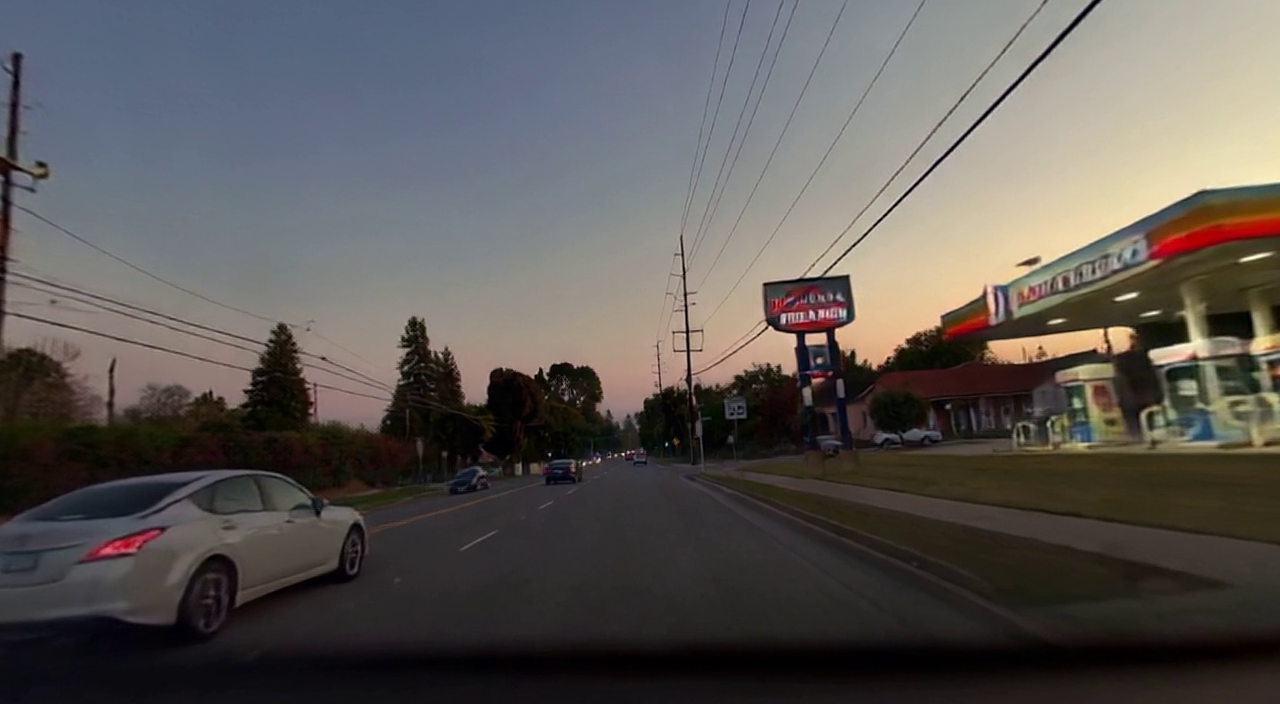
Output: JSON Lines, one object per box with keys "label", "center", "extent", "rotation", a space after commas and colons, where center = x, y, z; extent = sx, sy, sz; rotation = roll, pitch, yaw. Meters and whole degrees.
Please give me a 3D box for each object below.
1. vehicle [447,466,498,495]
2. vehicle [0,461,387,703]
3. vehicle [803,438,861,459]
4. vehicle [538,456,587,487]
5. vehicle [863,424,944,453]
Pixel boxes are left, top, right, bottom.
{"label": "vehicle", "center": [-11.081, 8.524, 42.143], "extent": [2.097, 1.581, 4.583], "rotation": [-3, -9, 1]}
{"label": "vehicle", "center": [-4.095, 1.747, 5.765], "extent": [1.704, 1.430, 4.587], "rotation": [-1, -9, 0]}
{"label": "vehicle", "center": [14.109, 7.135, 46.523], "extent": [3.830, 1.474, 1.771], "rotation": [-2, -10, 9]}
{"label": "vehicle", "center": [-3.923, 6.137, 32.634], "extent": [1.943, 1.455, 4.414], "rotation": [-1, -9, 1]}
{"label": "vehicle", "center": [19.016, 6.327, 45.799], "extent": [4.817, 1.919, 2.308], "rotation": [-2, -9, 7]}
